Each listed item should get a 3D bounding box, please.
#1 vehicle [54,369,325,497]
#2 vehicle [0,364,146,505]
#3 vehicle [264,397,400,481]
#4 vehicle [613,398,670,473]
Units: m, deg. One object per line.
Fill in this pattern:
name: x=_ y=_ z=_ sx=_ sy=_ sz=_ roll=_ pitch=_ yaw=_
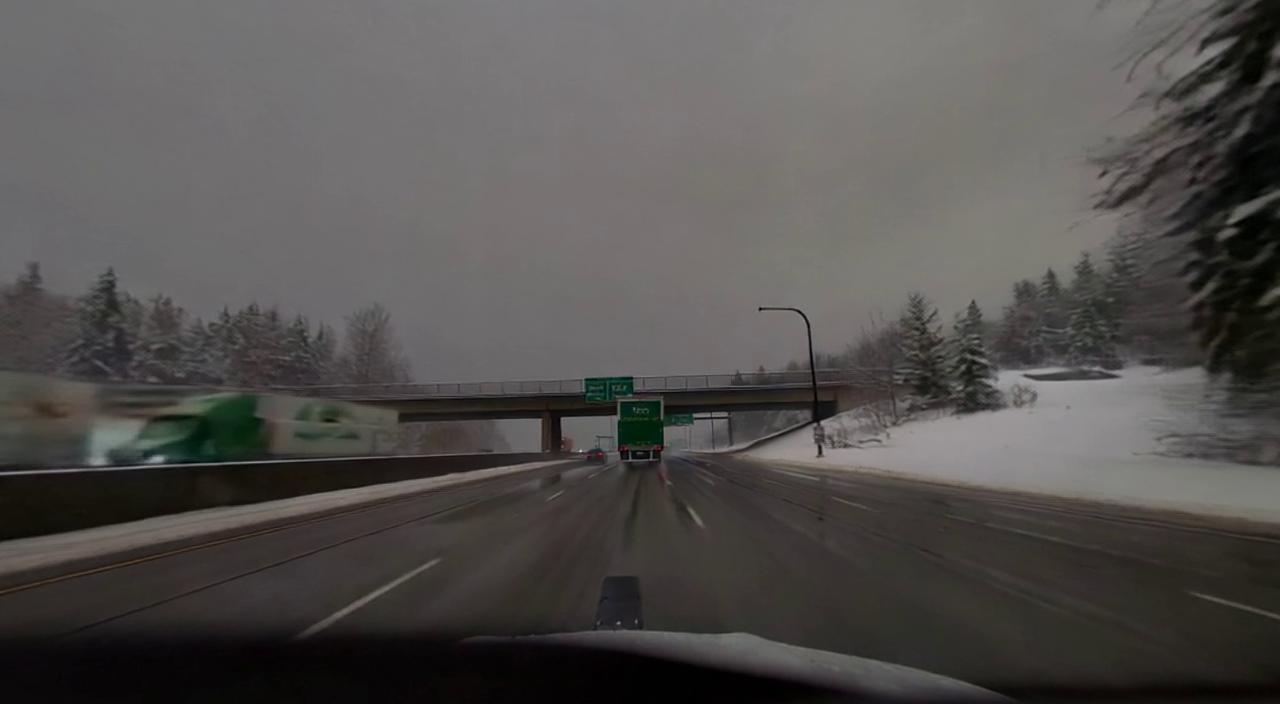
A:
vehicle: x=-15.942 y=3.182 z=23.795 sx=2.809 sy=3.787 sz=9.920 roll=0 pitch=-9 yaw=0
vehicle: x=-20.119 y=2.178 z=16.795 sx=2.775 sy=4.063 sz=13.544 roll=-1 pitch=-9 yaw=0
vehicle: x=-15.886 y=4.678 z=33.360 sx=2.816 sy=3.829 sz=8.260 roll=-1 pitch=-9 yaw=1
vehicle: x=-0.008 y=5.448 z=40.285 sx=3.025 sy=4.002 sz=12.709 roll=0 pitch=-9 yaw=-1
